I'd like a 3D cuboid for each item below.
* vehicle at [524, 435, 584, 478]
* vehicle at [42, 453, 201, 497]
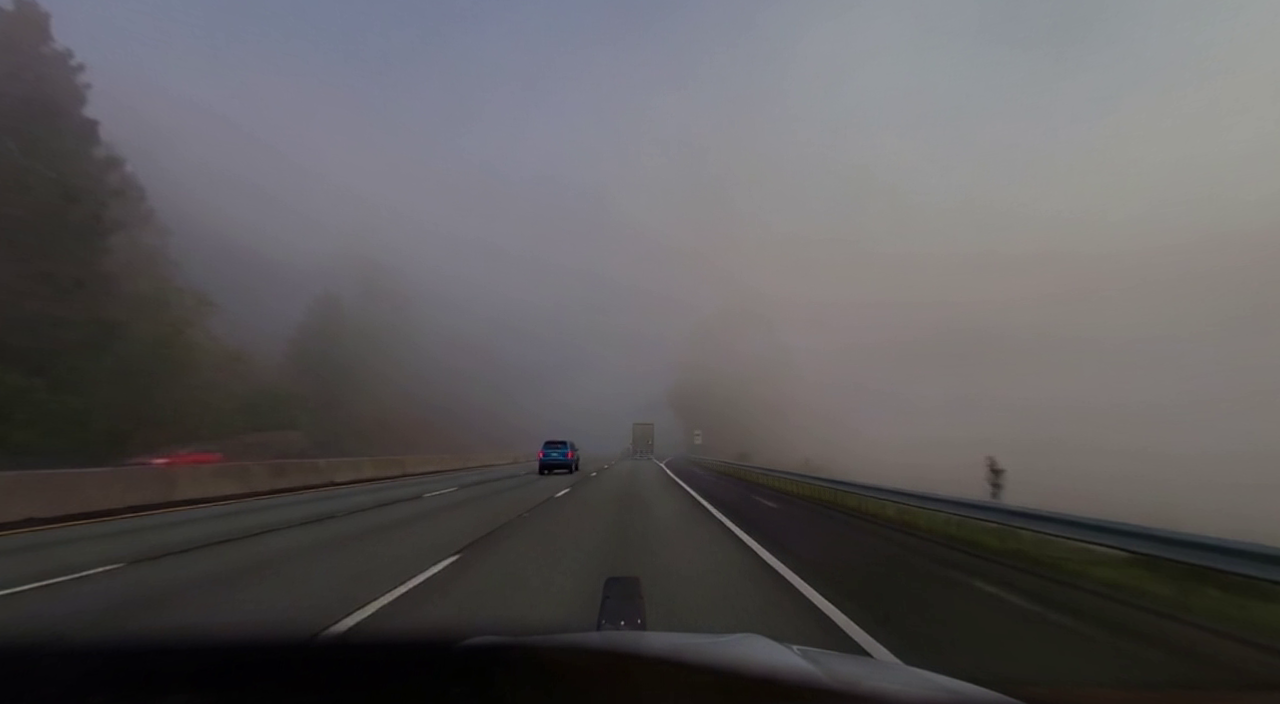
[{"bbox_3d":[-4.063,5.081,30.715,2.124,1.888,5.226,0,-9,0],"label":"vehicle"},{"bbox_3d":[-20.764,4.921,25.652,1.868,1.549,5.416,0,-9,0],"label":"vehicle"}]
